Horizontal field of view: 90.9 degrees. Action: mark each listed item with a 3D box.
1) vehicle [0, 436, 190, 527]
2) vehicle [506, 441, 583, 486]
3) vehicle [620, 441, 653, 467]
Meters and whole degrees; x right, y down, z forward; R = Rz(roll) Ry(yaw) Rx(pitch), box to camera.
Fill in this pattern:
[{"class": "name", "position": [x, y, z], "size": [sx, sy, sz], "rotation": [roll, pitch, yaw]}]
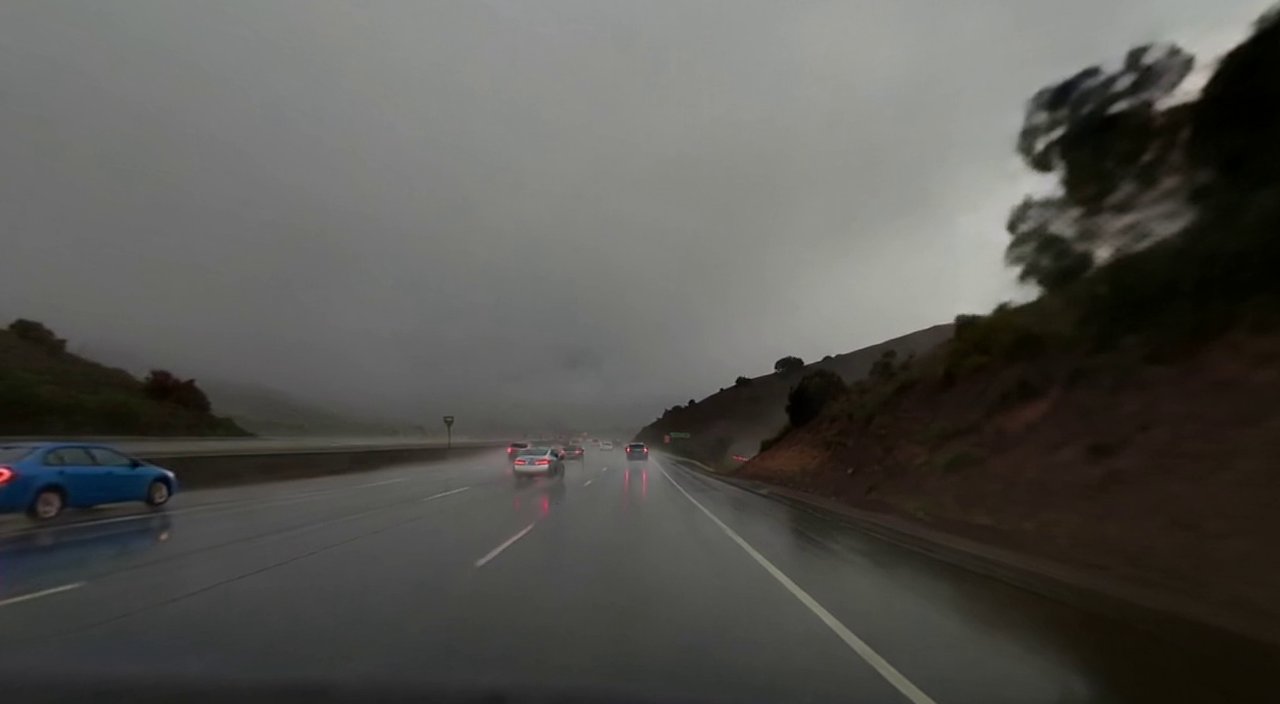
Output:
[{"class": "vehicle", "position": [-11.410, 2.373, 12.043], "size": [1.945, 1.466, 4.947], "rotation": [0, -8, 1]}, {"class": "vehicle", "position": [-3.432, 4.119, 23.732], "size": [2.080, 1.505, 4.649], "rotation": [0, -8, 1]}, {"class": "vehicle", "position": [-0.252, 7.025, 43.526], "size": [2.138, 1.674, 4.044], "rotation": [0, -8, -1]}]
